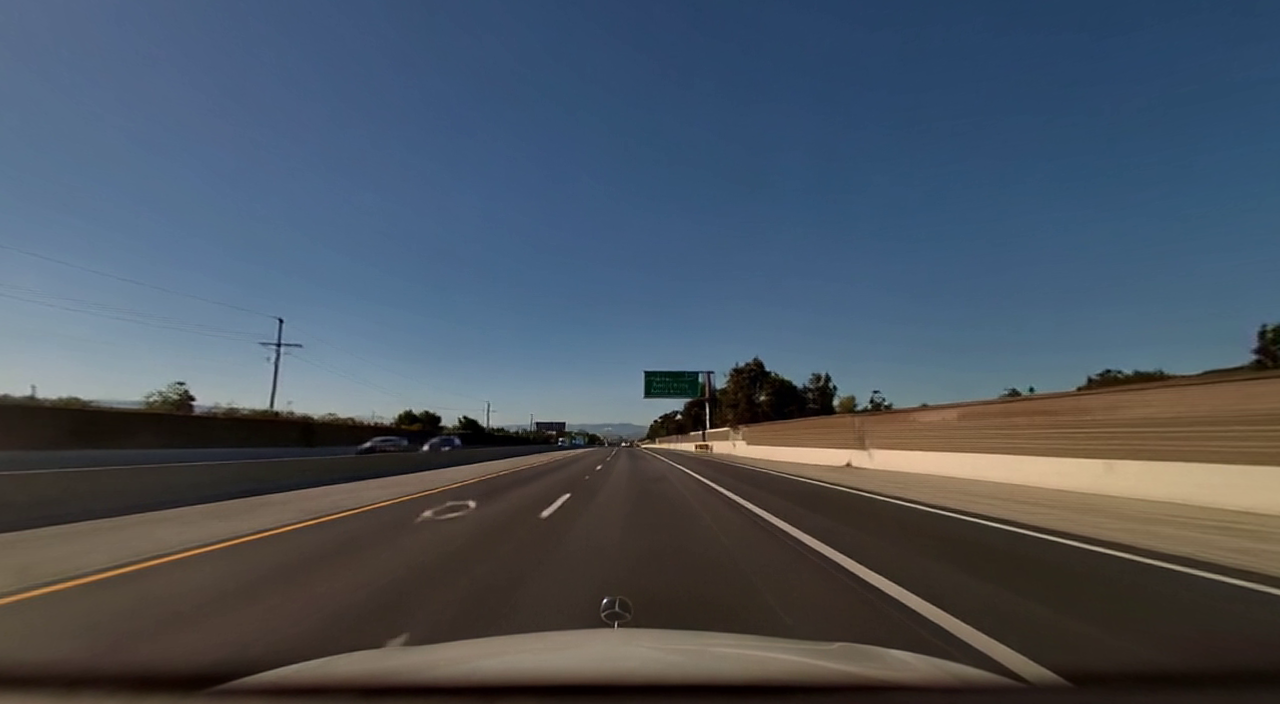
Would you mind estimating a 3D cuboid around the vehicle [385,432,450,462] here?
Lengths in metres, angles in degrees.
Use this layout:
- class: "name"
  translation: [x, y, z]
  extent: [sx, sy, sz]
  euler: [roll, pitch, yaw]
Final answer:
- class: "vehicle"
  translation: [-12.251, 5.264, 34.951]
  extent: [2.048, 1.573, 4.319]
  euler: [0, -8, -1]

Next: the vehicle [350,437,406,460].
- class: "vehicle"
  translation: [-16.794, 6.206, 40.590]
  extent: [1.913, 1.422, 3.972]
  euler: [0, -8, 0]
